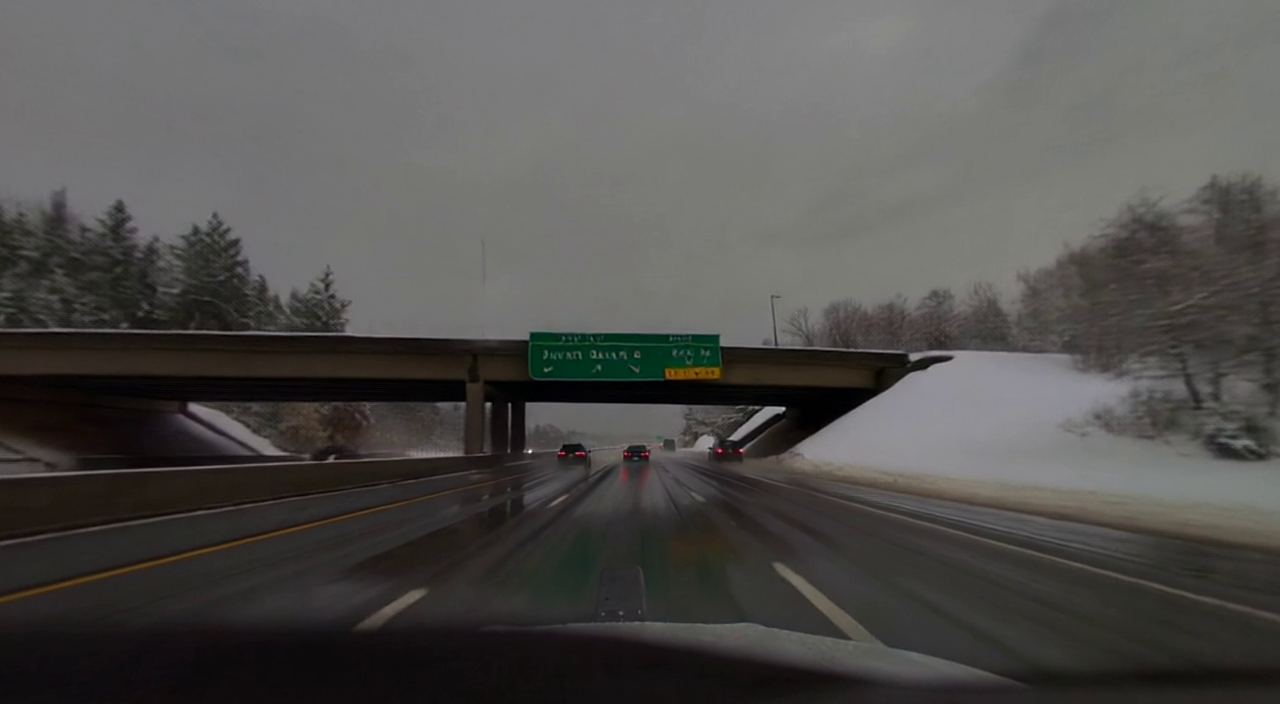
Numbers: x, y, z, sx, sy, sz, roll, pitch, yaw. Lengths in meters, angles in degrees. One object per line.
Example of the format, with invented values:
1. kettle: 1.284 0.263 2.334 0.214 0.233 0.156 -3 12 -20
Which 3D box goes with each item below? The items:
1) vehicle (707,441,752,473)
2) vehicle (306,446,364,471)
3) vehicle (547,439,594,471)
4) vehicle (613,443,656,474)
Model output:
1. vehicle: 4.916 5.816 35.241 1.936 1.625 3.991 0 -9 1
2. vehicle: -20.612 7.186 42.867 1.833 1.566 4.025 0 -9 1
3. vehicle: -4.015 6.033 37.312 2.113 1.756 4.471 0 -9 2
4. vehicle: -0.225 5.435 32.477 2.075 1.486 4.007 0 -9 1
